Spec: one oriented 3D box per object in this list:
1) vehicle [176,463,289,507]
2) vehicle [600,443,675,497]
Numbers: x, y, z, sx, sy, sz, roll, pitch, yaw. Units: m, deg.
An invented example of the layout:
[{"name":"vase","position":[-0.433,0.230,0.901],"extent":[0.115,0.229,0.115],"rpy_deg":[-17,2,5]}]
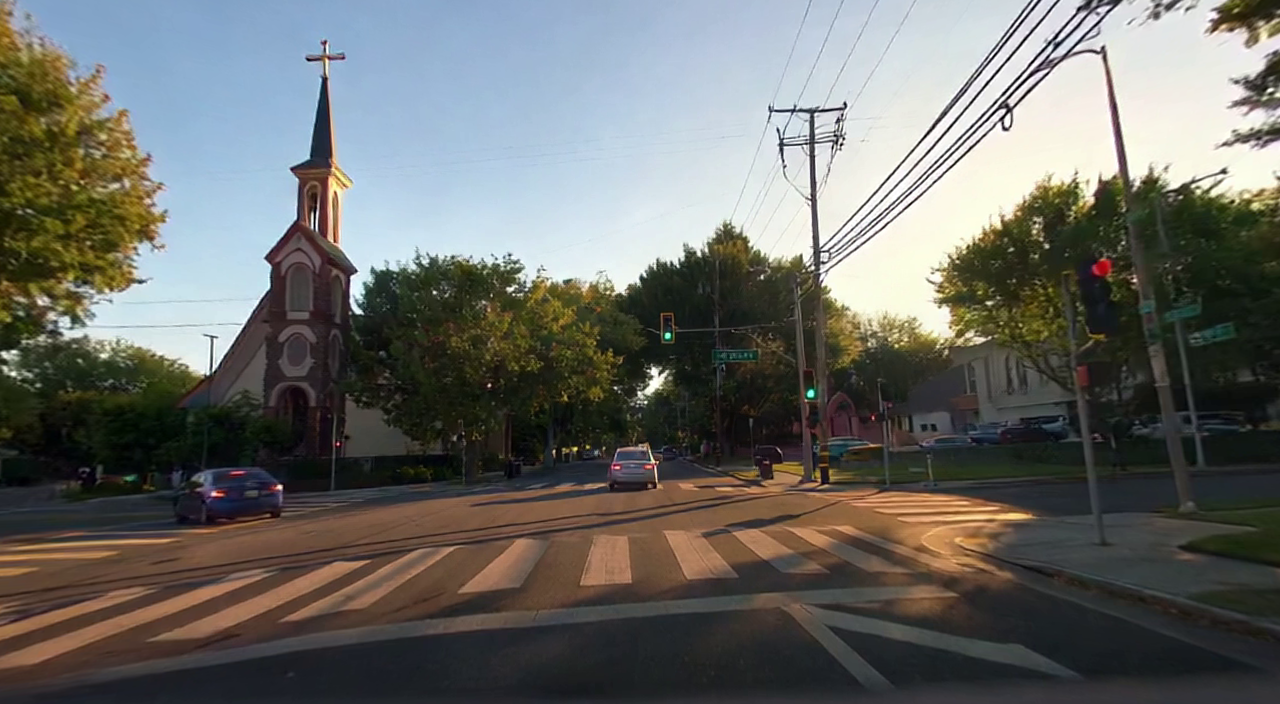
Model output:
[{"name":"vehicle","position":[-15.730,5.066,24.305],"extent":[3.578,1.488,1.930],"rpy_deg":[-4,-10,25]},{"name":"vehicle","position":[-0.103,3.601,19.604],"extent":[2.093,1.497,4.010],"rpy_deg":[0,-9,-1]}]
